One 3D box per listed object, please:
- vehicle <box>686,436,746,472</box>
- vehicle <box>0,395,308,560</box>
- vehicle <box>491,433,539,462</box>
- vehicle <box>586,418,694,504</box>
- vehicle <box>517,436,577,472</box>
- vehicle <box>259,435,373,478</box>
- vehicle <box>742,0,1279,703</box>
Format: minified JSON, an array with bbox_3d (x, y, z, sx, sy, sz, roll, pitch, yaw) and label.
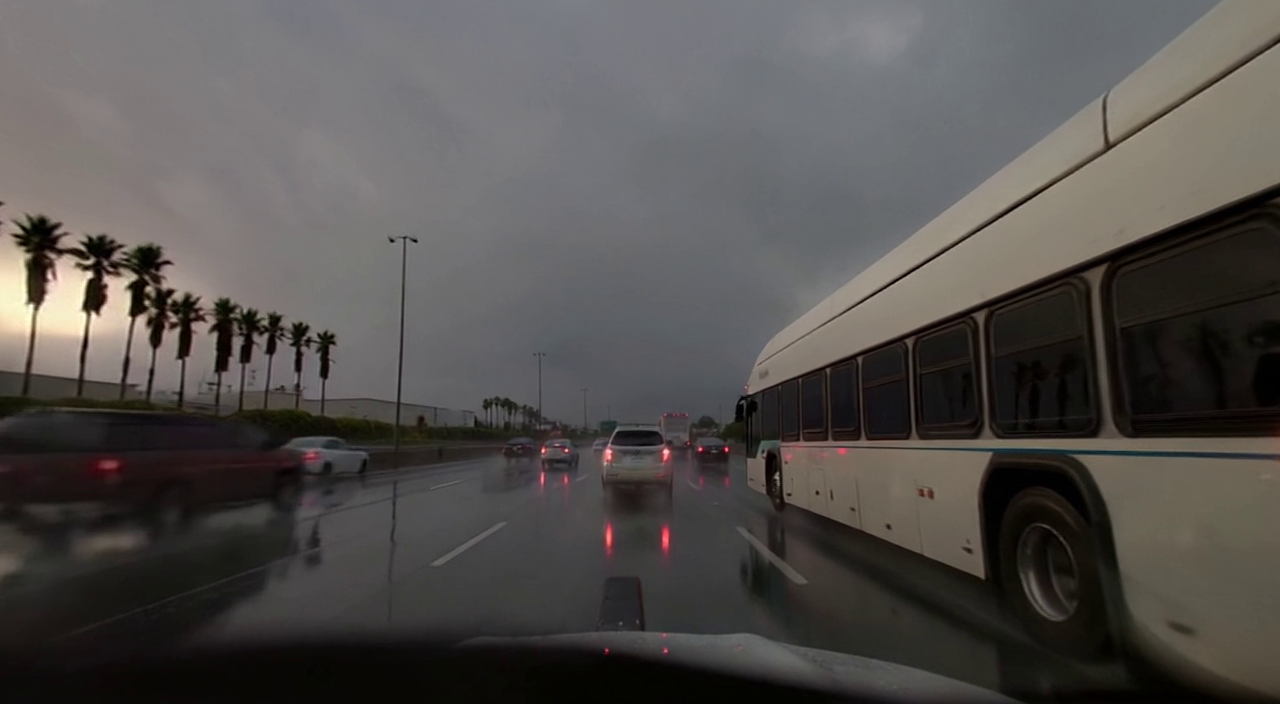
[{"bbox_3d":[3.355,4.631,28.721,2.039,1.516,4.521,0,-9,-2],"label":"vehicle"},{"bbox_3d":[-7.488,1.743,9.446,2.215,1.795,4.966,0,-9,1],"label":"vehicle"},{"bbox_3d":[-7.944,6.139,40.526,2.066,1.779,4.706,0,-9,1],"label":"vehicle"},{"bbox_3d":[0.035,2.610,15.399,2.268,1.796,4.280,0,-9,1],"label":"vehicle"},{"bbox_3d":[-4.305,4.835,29.981,2.040,1.536,4.680,0,-9,1],"label":"vehicle"},{"bbox_3d":[-12.515,4.072,24.735,1.961,1.493,4.784,0,-9,0],"label":"vehicle"},{"bbox_3d":[3.950,0.541,7.675,3.020,3.622,14.302,0,-9,0],"label":"vehicle"}]
